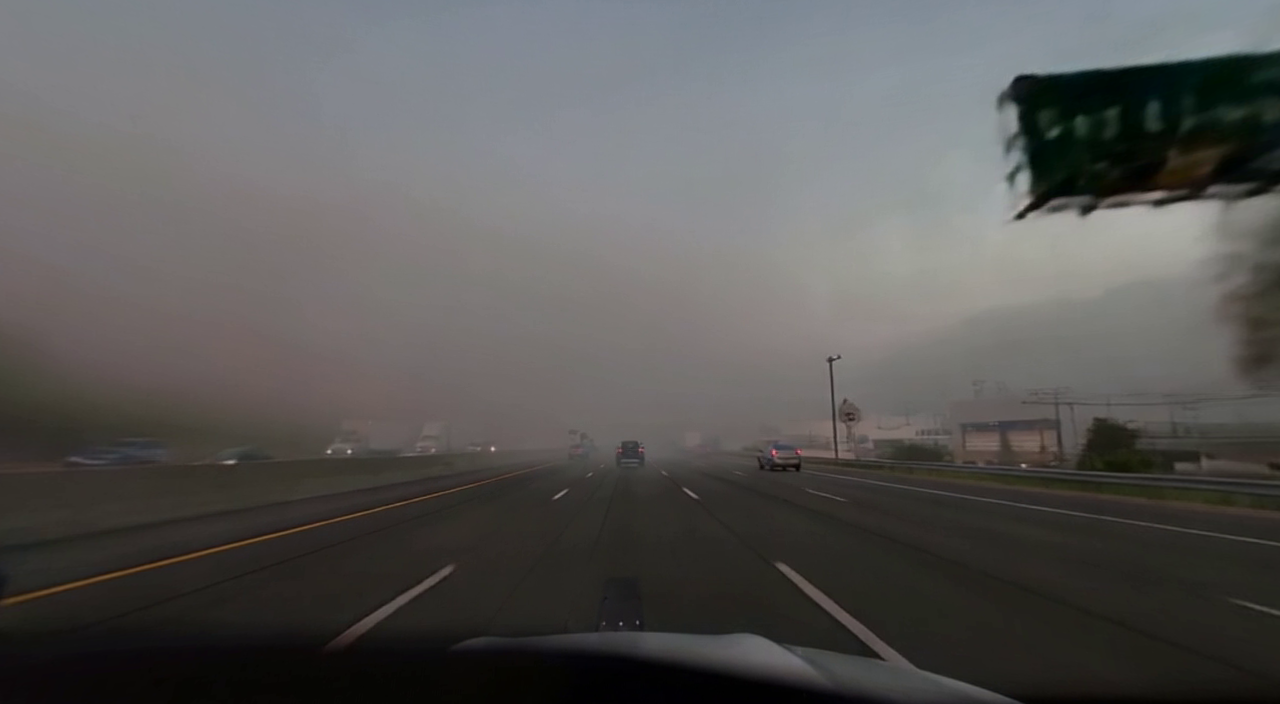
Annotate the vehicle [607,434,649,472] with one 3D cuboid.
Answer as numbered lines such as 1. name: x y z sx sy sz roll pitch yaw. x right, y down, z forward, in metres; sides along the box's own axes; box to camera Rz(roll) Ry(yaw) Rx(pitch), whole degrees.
1. vehicle: -0.597 5.164 32.489 2.002 1.759 4.658 0 -9 0

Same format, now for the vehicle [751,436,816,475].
1. vehicle: 6.626 4.830 29.669 1.944 1.666 4.184 0 -9 -1

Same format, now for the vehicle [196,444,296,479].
1. vehicle: -17.740 4.931 28.691 2.157 1.460 3.702 0 -9 -1

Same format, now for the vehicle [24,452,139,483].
1. vehicle: -28.945 5.965 32.982 1.833 1.469 4.643 0 -9 -1

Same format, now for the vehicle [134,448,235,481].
1. vehicle: -21.345 5.267 29.826 1.869 1.447 3.941 0 -9 -1
